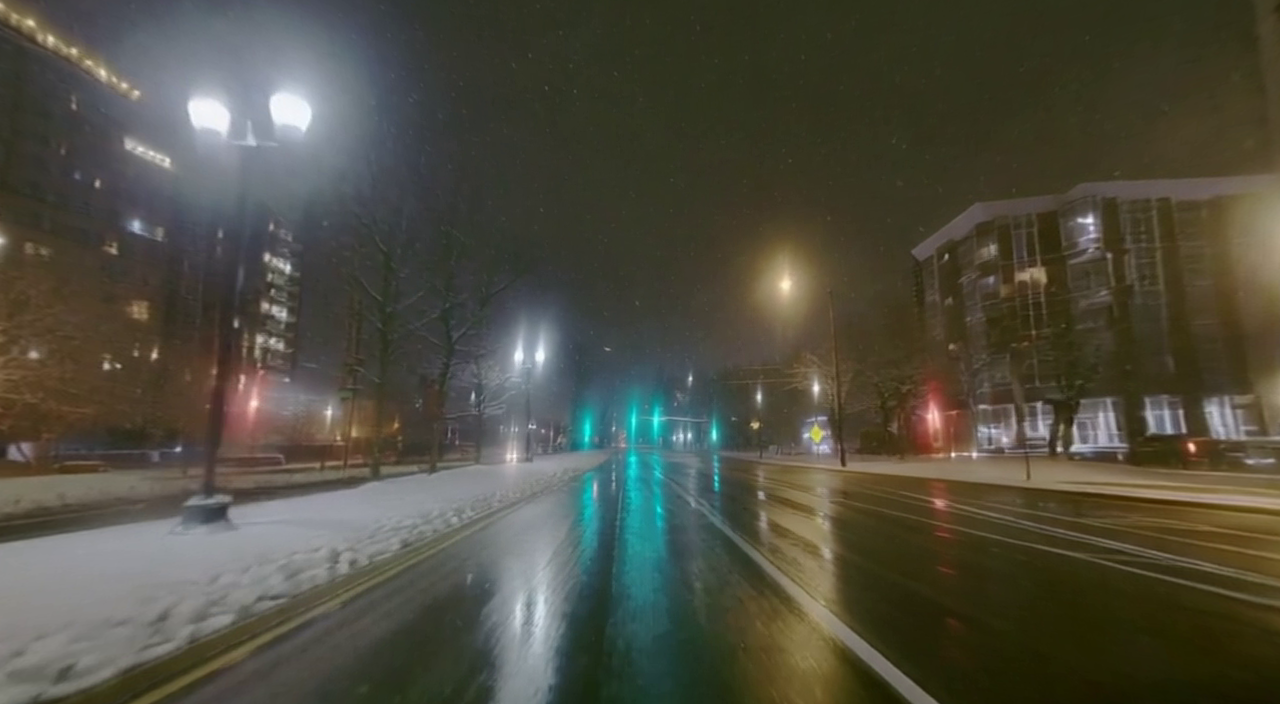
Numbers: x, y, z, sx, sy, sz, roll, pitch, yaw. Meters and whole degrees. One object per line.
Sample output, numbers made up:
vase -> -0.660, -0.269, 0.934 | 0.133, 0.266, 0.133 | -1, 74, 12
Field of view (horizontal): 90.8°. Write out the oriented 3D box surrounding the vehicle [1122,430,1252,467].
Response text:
vehicle -> 29.017, 5.138, 33.629 | 4.924, 1.901, 2.095 | 0, -9, -1
